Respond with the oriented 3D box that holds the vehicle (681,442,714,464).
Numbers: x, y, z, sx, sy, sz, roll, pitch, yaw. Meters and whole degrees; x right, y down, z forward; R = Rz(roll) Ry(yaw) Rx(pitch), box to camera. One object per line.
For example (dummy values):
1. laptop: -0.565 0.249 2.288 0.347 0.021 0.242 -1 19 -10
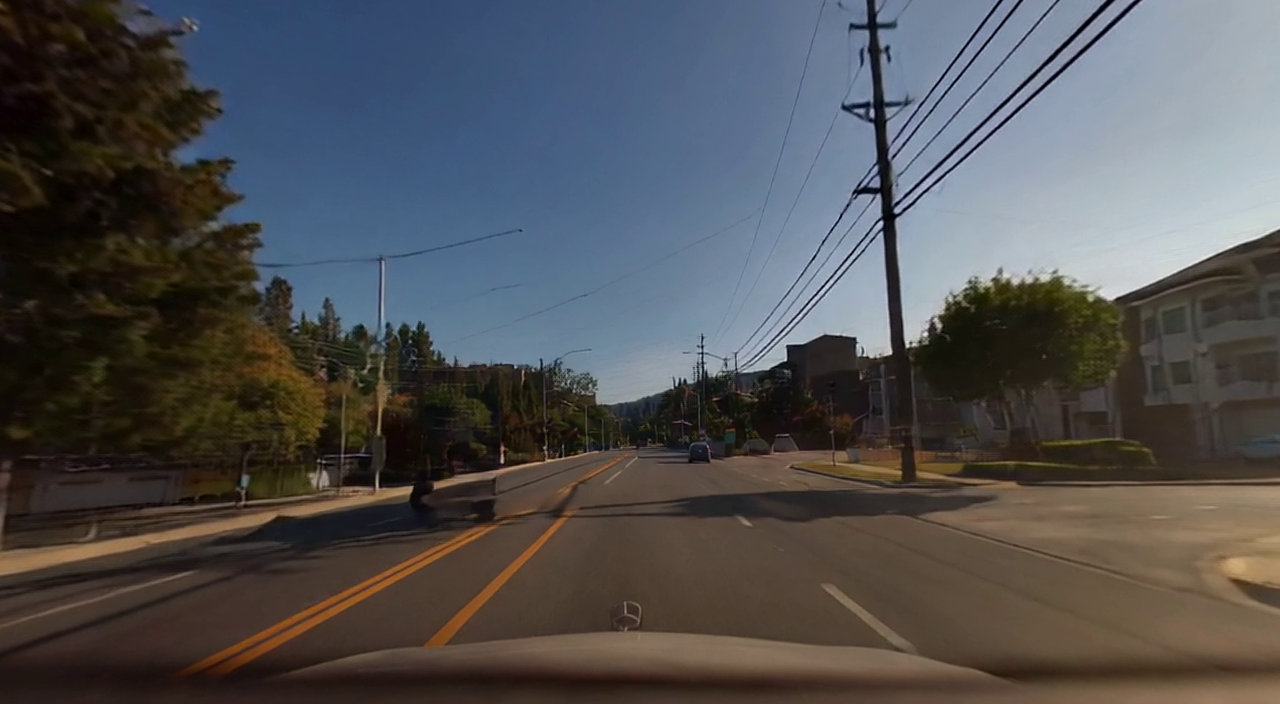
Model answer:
1. vehicle: 4.070 7.229 45.318 2.015 1.467 4.117 -1 -8 1
